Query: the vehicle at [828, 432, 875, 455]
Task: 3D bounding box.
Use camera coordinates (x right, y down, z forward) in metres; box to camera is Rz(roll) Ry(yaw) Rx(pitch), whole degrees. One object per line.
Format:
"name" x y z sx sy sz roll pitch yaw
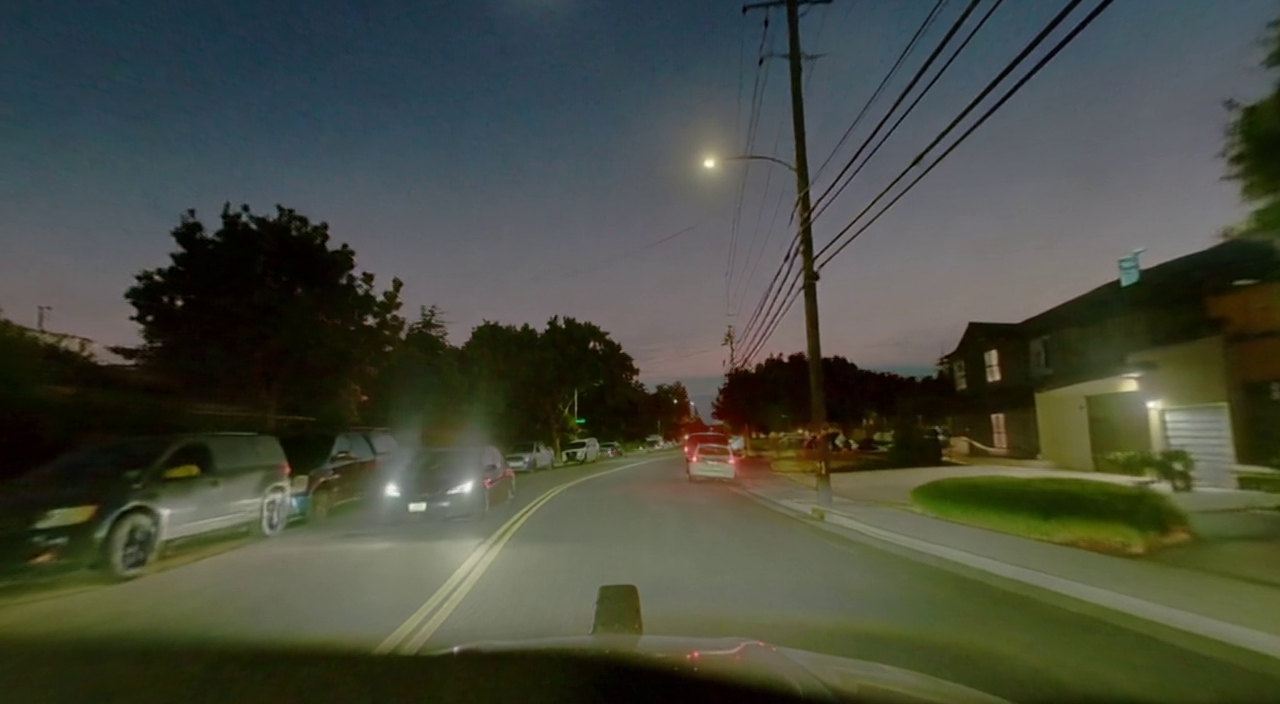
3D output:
"vehicle" 16.014 6.954 48.052 2.079 1.675 3.855 0 -8 -2

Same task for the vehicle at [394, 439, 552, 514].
"vehicle" -3.771 2.901 15.332 2.448 1.475 4.568 -2 -8 2

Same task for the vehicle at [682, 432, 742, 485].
"vehicle" 2.698 4.034 24.289 2.032 1.810 5.047 -1 -8 5

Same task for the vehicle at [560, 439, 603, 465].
"vehicle" -4.355 7.563 47.999 2.192 1.873 4.985 -1 -8 8

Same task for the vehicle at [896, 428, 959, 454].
"vehicle" 21.244 6.644 46.937 2.253 1.805 4.842 2 -9 -2

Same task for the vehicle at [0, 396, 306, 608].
"vehicle" -7.126 1.905 8.928 2.312 2.032 5.585 -1 -9 -6
